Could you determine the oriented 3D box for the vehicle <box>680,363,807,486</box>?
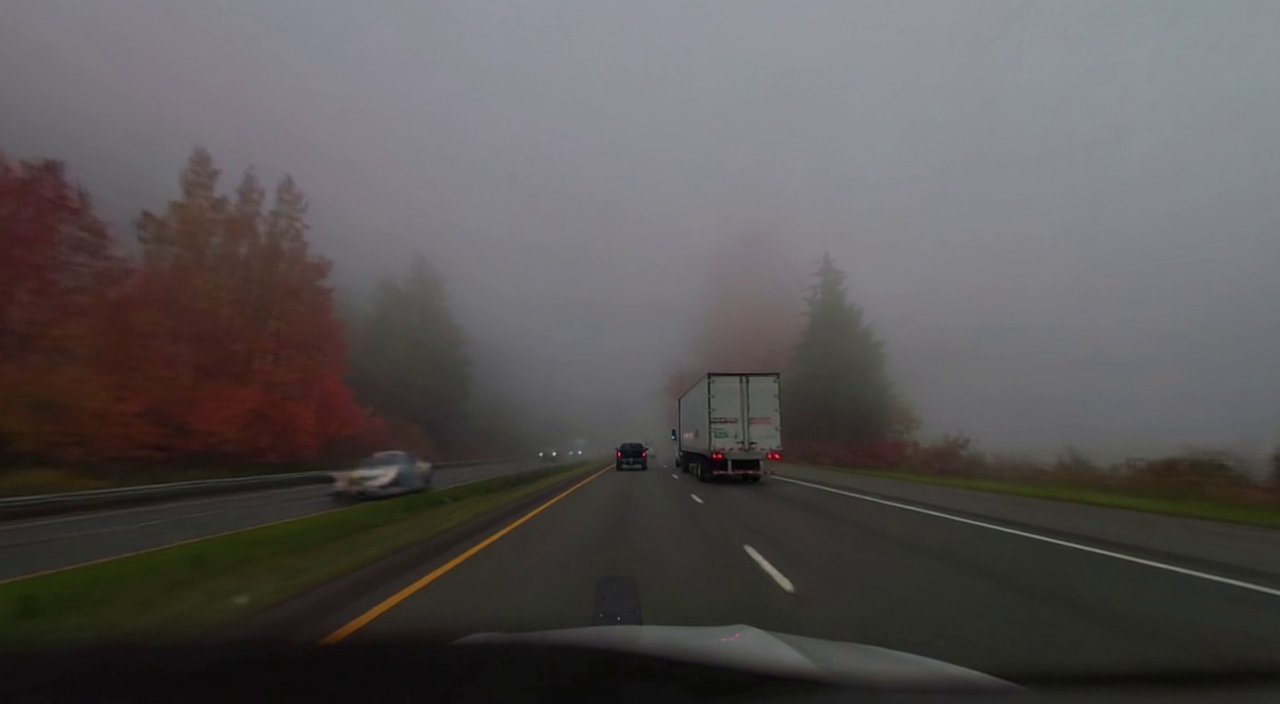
[{"bbox_3d":[3.844,3.402,27.608,3.068,4.042,13.787,0,-9,-1],"label":"vehicle"}]

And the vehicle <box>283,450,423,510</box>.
[{"bbox_3d":[-8.211,3.664,18.481,2.049,1.525,4.396,0,-9,0],"label":"vehicle"}]

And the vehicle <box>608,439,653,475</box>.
[{"bbox_3d":[-0.441,5.340,32.178,2.151,1.693,4.201,0,-9,0],"label":"vehicle"}]
